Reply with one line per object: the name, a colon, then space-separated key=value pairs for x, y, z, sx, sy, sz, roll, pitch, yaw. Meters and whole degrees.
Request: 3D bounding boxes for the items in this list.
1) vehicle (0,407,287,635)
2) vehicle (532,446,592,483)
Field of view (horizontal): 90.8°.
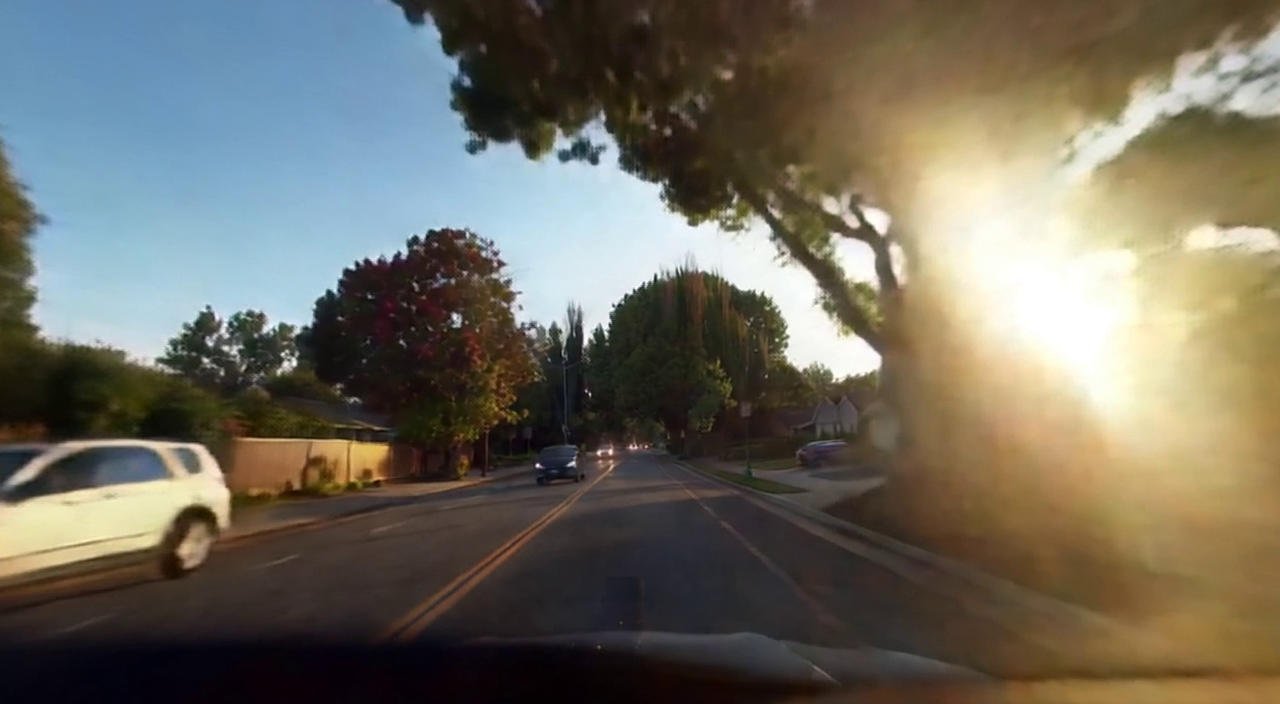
vehicle: x=-6.529 y=1.817 z=7.255 sx=2.176 sy=1.885 sz=5.174 roll=-4 pitch=-9 yaw=-2
vehicle: x=-3.427 y=5.035 z=28.611 sx=2.074 sy=1.527 sz=4.438 roll=-1 pitch=-9 yaw=1
